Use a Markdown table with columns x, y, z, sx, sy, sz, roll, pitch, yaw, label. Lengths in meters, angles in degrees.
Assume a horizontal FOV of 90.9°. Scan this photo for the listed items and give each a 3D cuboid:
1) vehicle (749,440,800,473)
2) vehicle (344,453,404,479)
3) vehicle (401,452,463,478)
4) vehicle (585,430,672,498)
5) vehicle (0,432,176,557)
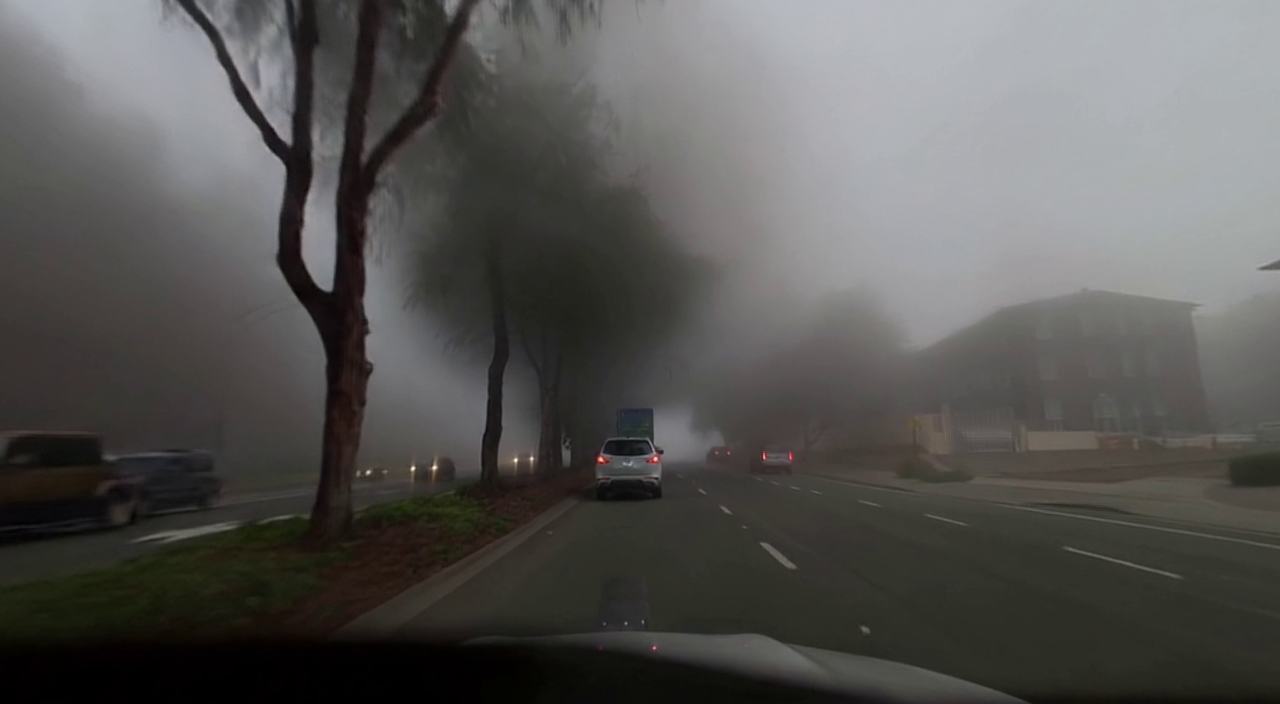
| x | y | z | sx | sy | sz | roll | pitch | yaw | label |
| --- | --- | --- | --- | --- | --- | --- | --- | --- | --- |
| 7.522 | 5.899 | 35.643 | 1.971 | 1.722 | 4.341 | 0 | -9 | 1 | vehicle |
| -20.411 | 8.765 | 48.639 | 2.056 | 1.822 | 5.400 | -1 | -9 | 3 | vehicle |
| -13.141 | 7.148 | 40.169 | 2.198 | 1.550 | 4.824 | -1 | -9 | 2 | vehicle |
| -0.312 | 3.373 | 19.360 | 2.332 | 1.798 | 4.546 | 0 | -9 | 0 | vehicle |
| -10.933 | 2.232 | 9.942 | 2.238 | 1.906 | 6.264 | -1 | -9 | 2 | vehicle |
